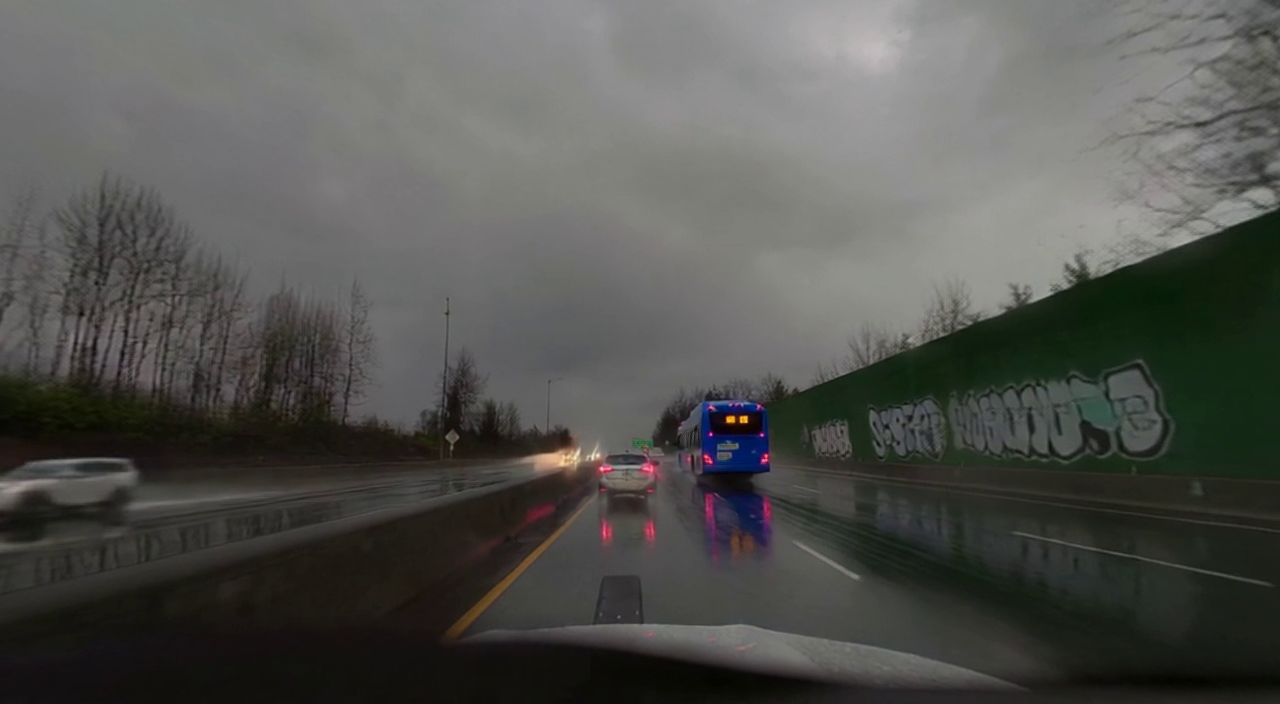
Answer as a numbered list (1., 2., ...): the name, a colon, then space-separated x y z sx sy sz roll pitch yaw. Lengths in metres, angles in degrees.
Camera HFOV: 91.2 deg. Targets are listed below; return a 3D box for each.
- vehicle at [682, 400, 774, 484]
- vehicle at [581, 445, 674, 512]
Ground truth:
1. vehicle: 4.108 4.761 32.520 3.055 3.479 12.521 -1 -9 1
2. vehicle: -0.278 3.286 16.700 2.160 1.532 4.073 -1 -9 0
